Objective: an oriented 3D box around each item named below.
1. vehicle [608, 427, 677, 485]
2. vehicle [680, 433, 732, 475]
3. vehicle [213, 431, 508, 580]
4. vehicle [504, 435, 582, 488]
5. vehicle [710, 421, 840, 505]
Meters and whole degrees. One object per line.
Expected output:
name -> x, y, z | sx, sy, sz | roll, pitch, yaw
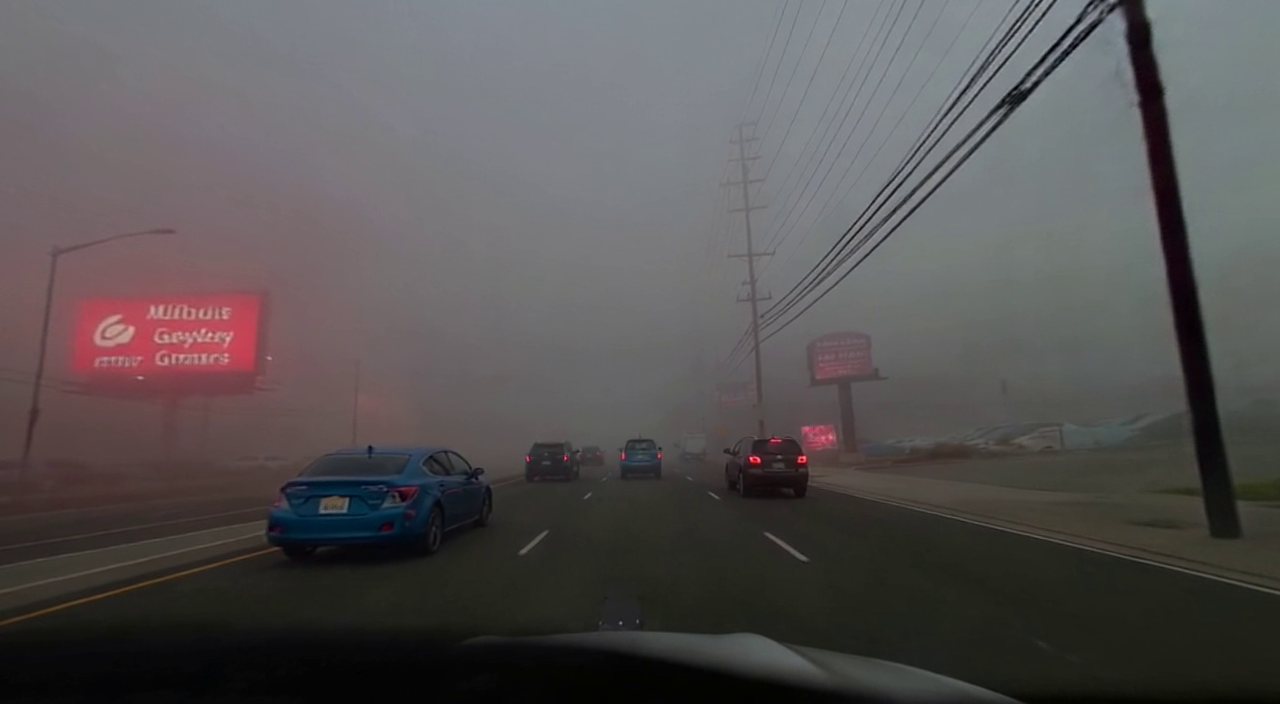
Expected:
vehicle -> 0.065, 3.820, 23.394 | 2.326, 1.925, 4.253 | 0, -8, -1
vehicle -> 3.184, 5.000, 31.287 | 2.026, 1.904, 4.102 | 0, -8, -2
vehicle -> -3.322, 1.890, 8.732 | 2.022, 1.498, 4.471 | 0, -8, 0
vehicle -> -3.227, 3.728, 21.838 | 2.051, 1.671, 3.861 | 0, -8, 0
vehicle -> 3.334, 2.869, 16.800 | 2.282, 1.897, 4.915 | 0, -8, -1
